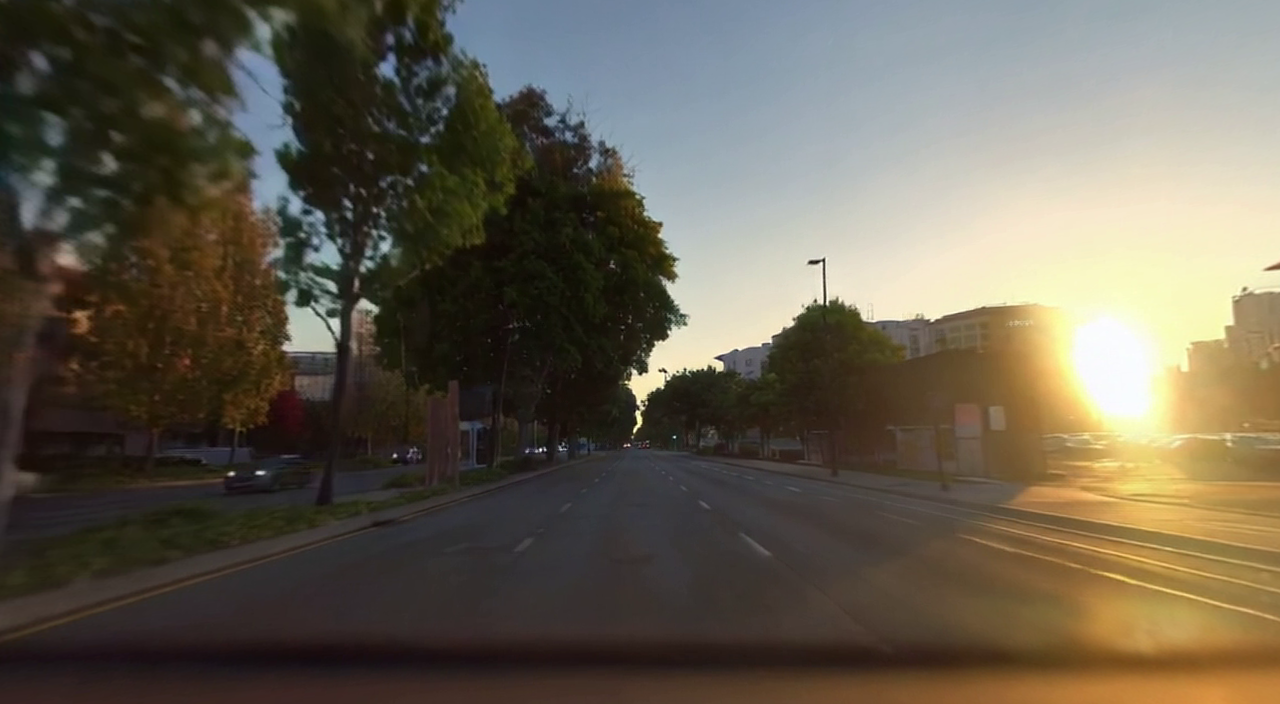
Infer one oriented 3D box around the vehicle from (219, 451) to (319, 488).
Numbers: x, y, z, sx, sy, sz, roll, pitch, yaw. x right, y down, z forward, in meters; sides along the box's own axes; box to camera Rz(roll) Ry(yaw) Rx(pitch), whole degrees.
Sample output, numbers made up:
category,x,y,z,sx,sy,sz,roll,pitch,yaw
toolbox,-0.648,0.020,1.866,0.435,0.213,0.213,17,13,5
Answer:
category,x,y,z,sx,sy,sz,roll,pitch,yaw
vehicle,-17.059,5.377,29.342,1.877,1.525,4.312,0,-8,2
